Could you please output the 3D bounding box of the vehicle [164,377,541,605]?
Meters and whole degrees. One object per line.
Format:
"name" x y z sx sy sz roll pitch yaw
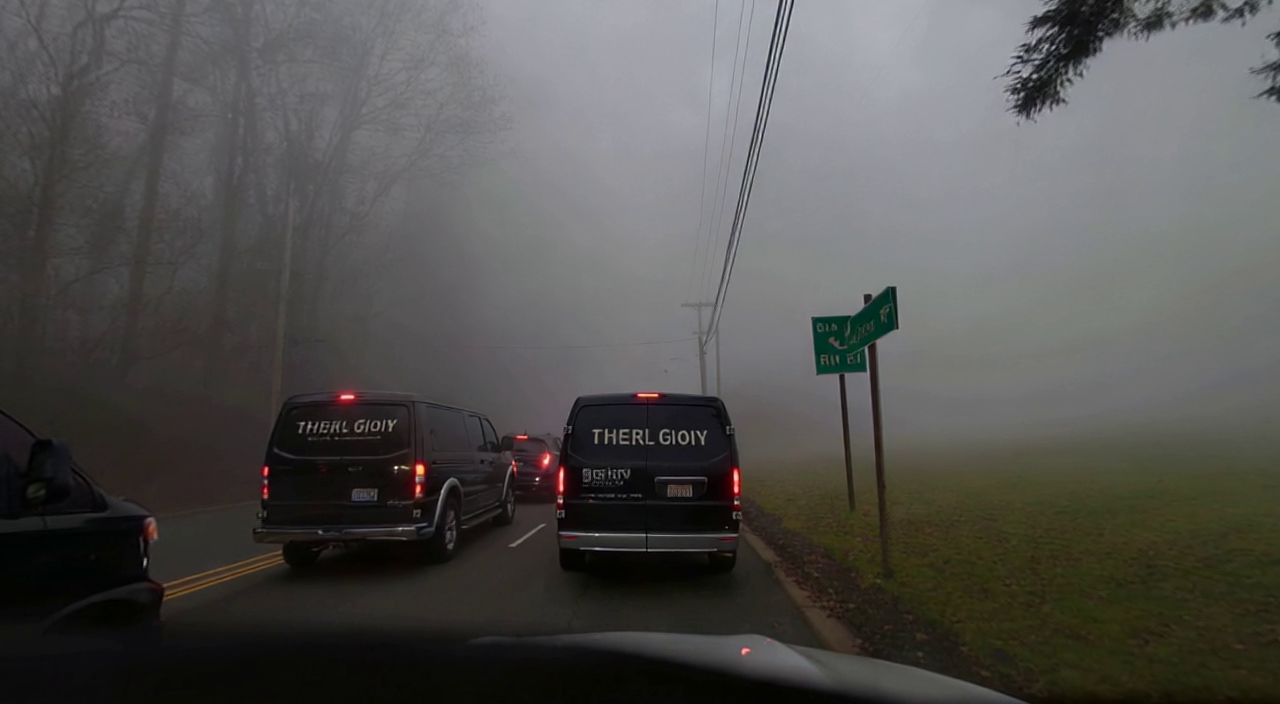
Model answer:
"vehicle" -2.753 1.487 7.622 2.109 1.851 4.749 -1 -8 3

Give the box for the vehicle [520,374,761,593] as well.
"vehicle" 0.111 1.462 7.700 2.117 1.911 4.095 -1 -8 3

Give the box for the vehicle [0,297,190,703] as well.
"vehicle" -3.151 0.477 0.246 2.160 1.796 4.997 0 -8 1
